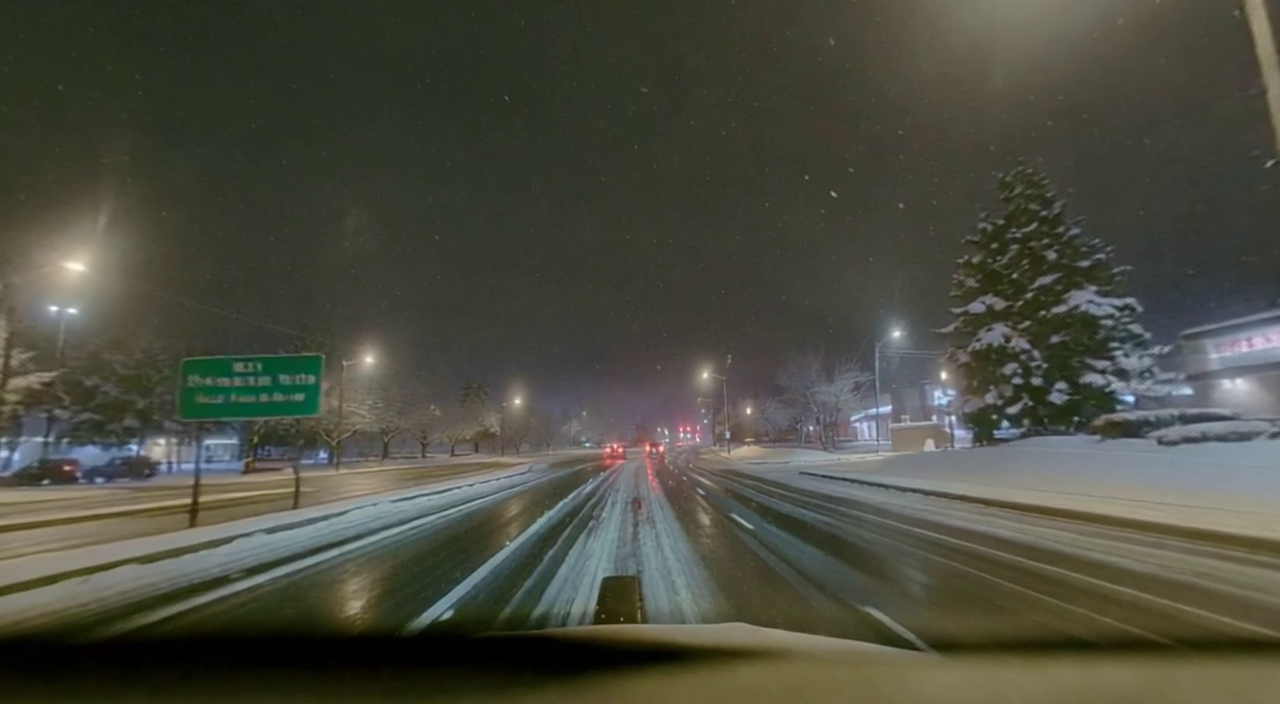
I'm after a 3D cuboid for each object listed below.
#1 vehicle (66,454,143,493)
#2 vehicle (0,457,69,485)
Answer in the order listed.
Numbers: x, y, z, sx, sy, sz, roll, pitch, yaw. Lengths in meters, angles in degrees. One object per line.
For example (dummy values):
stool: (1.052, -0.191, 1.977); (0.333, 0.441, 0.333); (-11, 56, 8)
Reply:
vehicle: (-29.899, 6.830, 35.481); (1.950, 1.961, 4.927); (4, -12, -25)
vehicle: (-44.343, 8.624, 45.581); (5.265, 1.768, 2.045); (-5, -9, 15)
